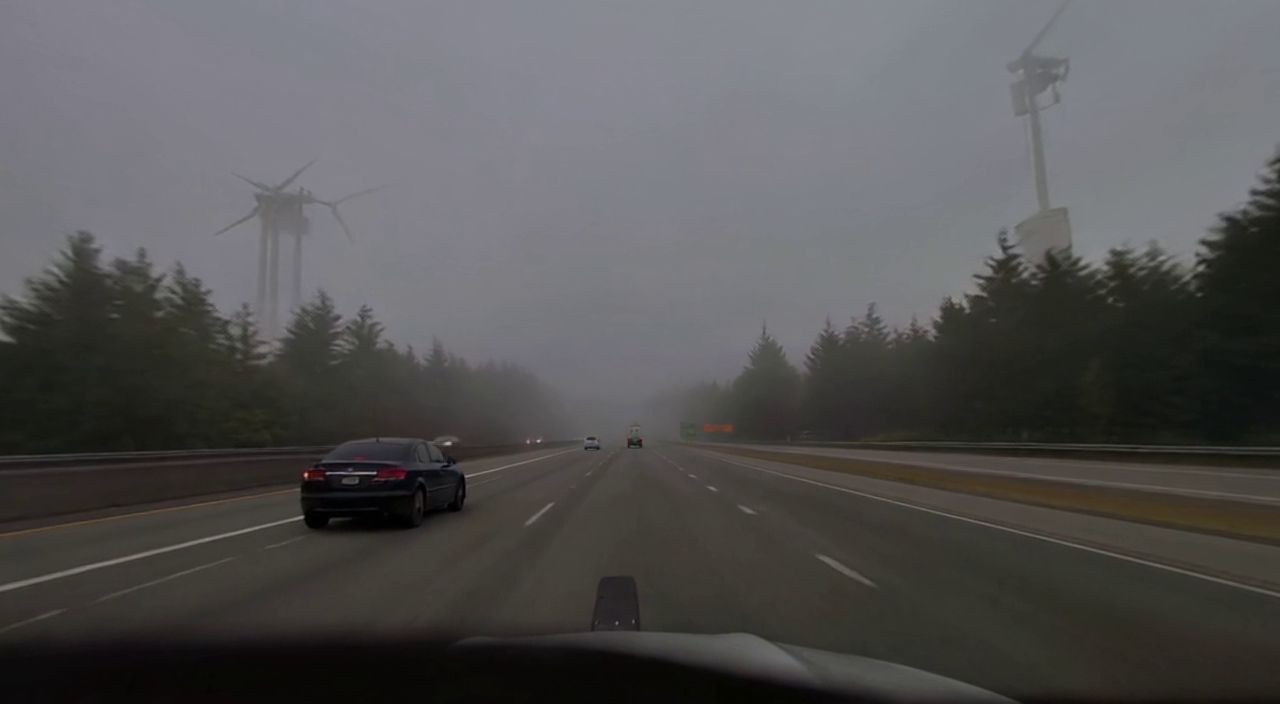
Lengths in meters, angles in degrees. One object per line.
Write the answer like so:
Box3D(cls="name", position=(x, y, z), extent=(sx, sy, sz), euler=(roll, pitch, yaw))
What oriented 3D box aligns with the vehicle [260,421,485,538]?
Box3D(cls="vehicle", position=(-3.999, 1.947, 10.290), extent=(1.950, 1.511, 3.965), euler=(0, -8, -1))
